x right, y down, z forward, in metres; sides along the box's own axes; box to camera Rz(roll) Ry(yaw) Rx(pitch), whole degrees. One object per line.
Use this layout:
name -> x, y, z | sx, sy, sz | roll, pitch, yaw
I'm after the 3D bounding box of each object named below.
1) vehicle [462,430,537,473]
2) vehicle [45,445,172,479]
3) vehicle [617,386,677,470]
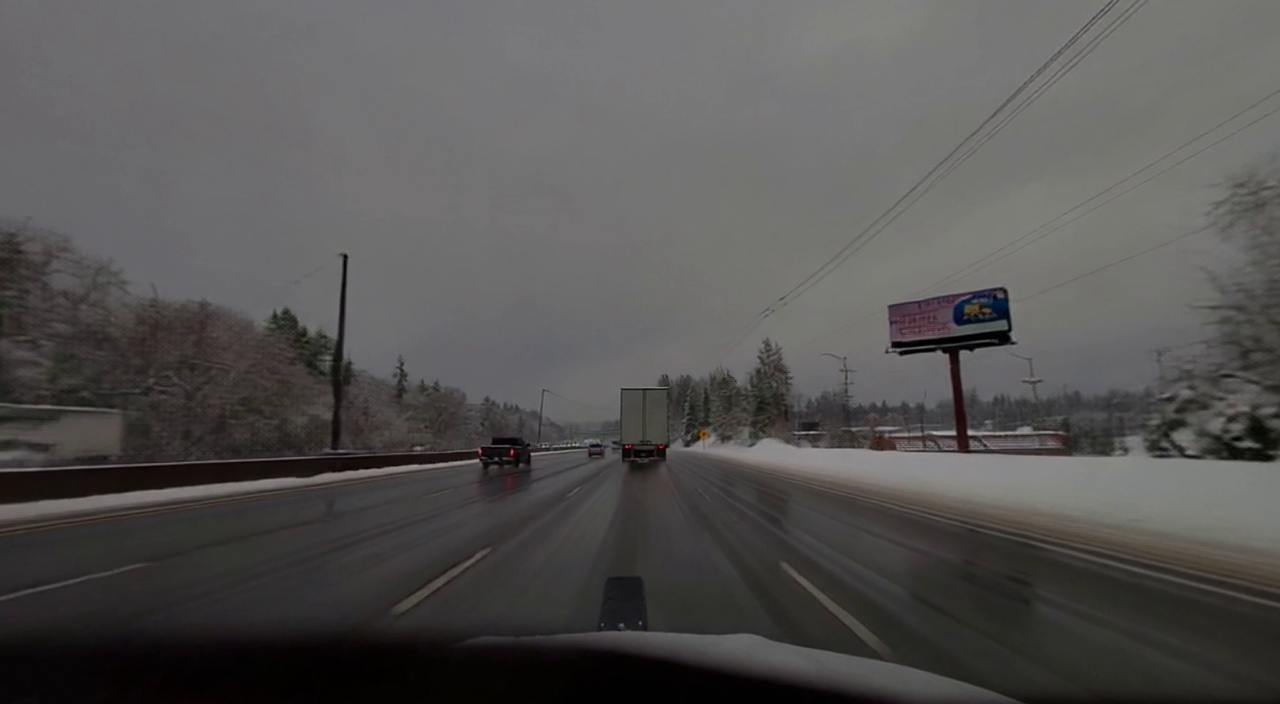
vehicle -> -6.871, 4.939, 31.603 | 2.263, 1.936, 5.802 | 0, -8, 1
vehicle -> -25.387, 5.228, 30.377 | 1.898, 1.513, 4.775 | 0, -8, 1
vehicle -> 0.580, 4.482, 35.994 | 2.879, 4.027, 11.243 | -1, -8, 2
